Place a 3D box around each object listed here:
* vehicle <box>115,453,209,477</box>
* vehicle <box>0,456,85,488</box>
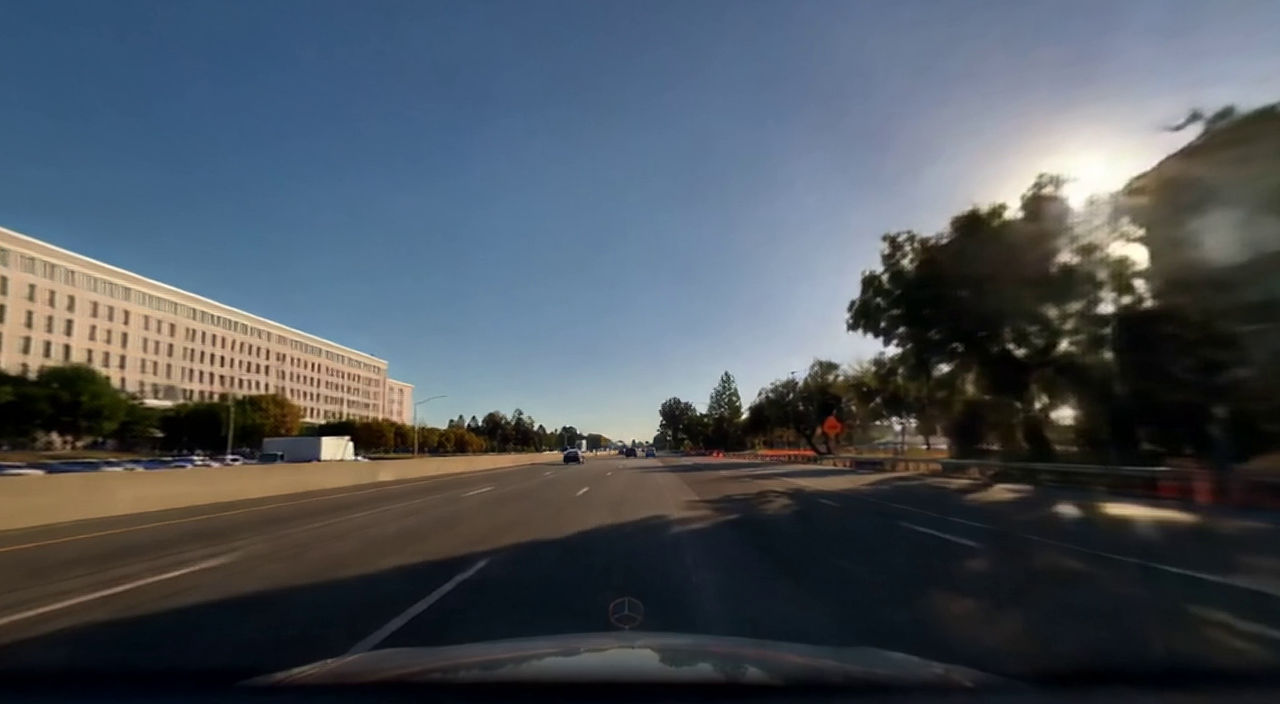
[{"bbox_3d":[-37.551,8.867,49.543,5.655,1.840,2.300,-1,-9,4],"label":"vehicle"},{"bbox_3d":[-38.426,7.425,38.927,6.140,1.772,2.262,-3,-9,2],"label":"vehicle"}]
